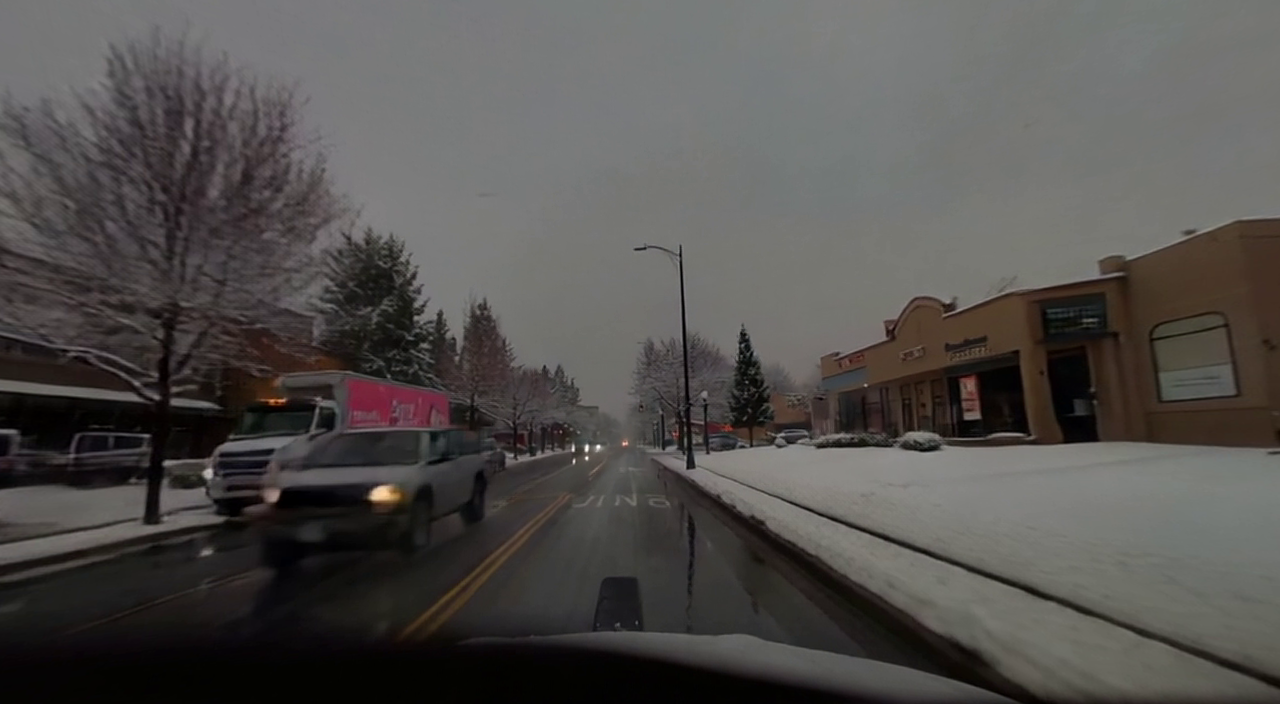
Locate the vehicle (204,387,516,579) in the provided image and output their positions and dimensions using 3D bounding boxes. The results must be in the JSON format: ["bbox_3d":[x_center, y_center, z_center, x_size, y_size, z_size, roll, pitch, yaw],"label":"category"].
[{"bbox_3d":[-3.188,1.614,8.528,2.118,1.864,4.640,0,-8,-1],"label":"vehicle"}]
